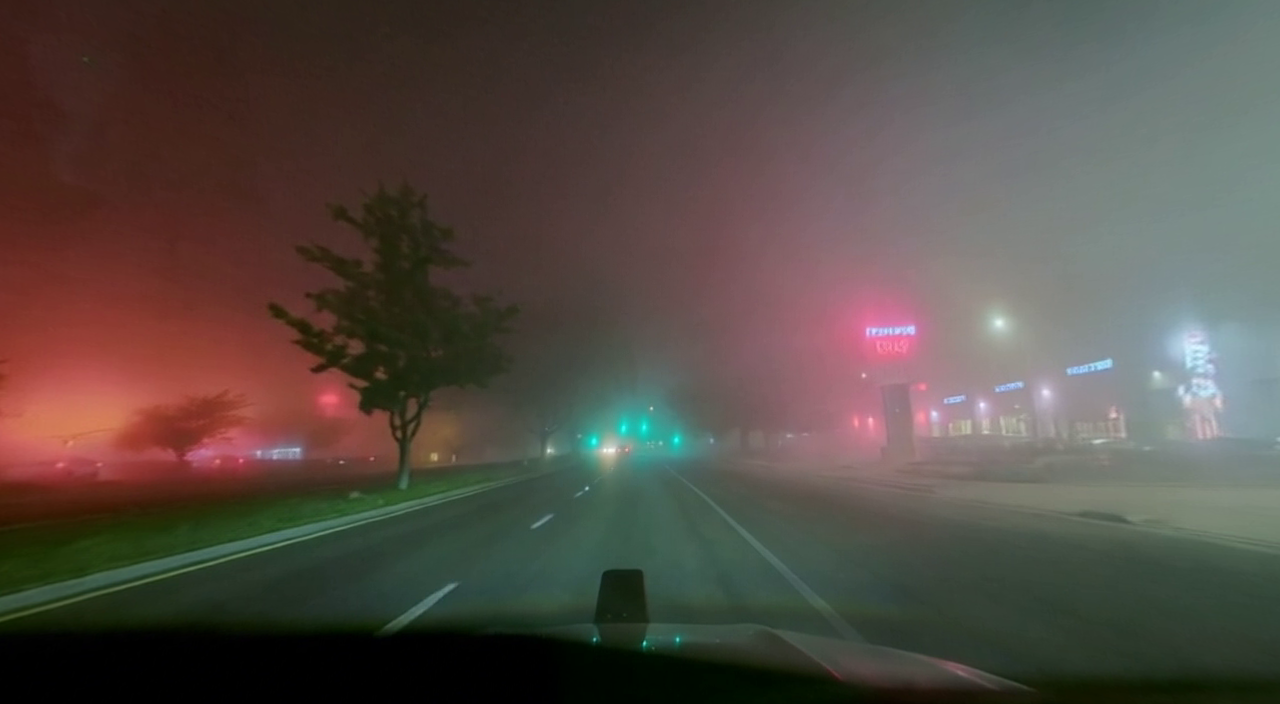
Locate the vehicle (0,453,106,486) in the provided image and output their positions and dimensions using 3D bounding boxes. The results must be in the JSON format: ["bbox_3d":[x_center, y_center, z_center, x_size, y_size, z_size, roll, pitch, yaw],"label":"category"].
[{"bbox_3d":[-35.253,6.951,37.630,4.912,1.775,1.996,8,-11,-42],"label":"vehicle"}]
